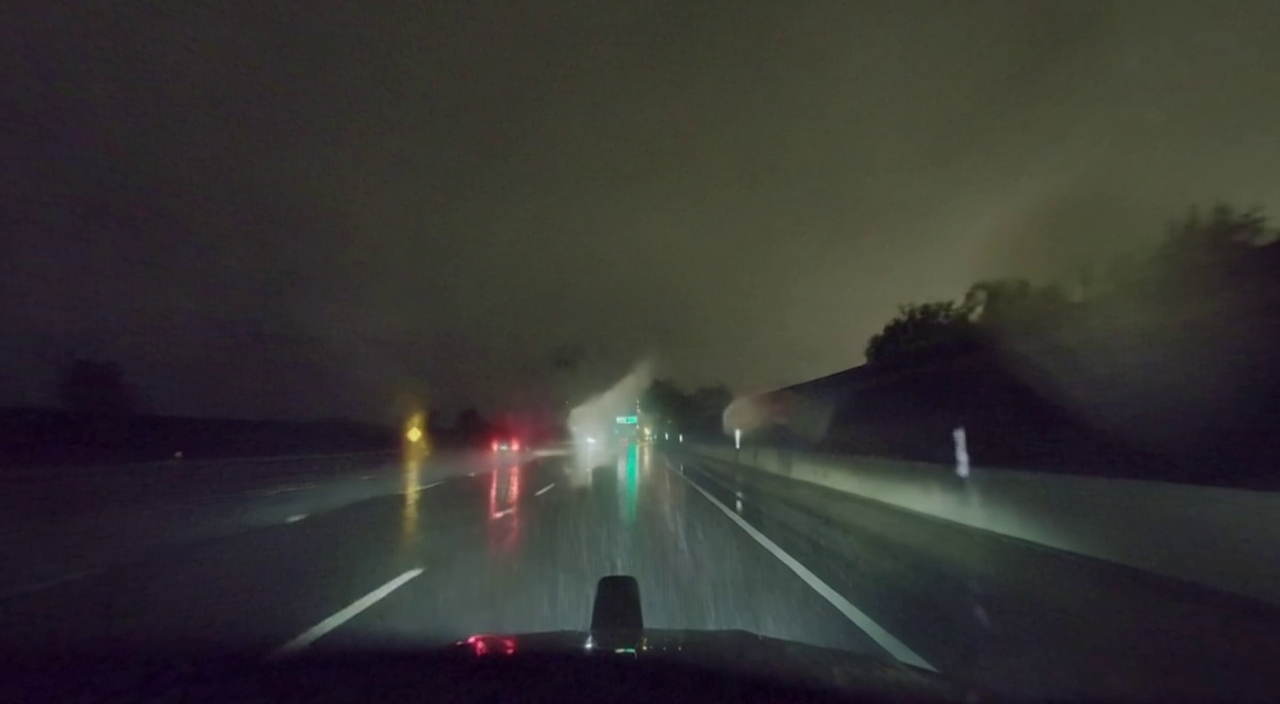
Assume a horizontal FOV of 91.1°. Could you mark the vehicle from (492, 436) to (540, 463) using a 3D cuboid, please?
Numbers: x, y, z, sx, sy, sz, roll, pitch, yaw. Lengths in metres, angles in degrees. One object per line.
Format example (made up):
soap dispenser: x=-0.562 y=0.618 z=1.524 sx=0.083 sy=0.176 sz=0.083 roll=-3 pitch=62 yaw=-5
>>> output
vehicle: x=-7.071 y=5.591 z=36.264 sx=1.989 sy=1.473 sz=4.345 roll=0 pitch=-8 yaw=-1
